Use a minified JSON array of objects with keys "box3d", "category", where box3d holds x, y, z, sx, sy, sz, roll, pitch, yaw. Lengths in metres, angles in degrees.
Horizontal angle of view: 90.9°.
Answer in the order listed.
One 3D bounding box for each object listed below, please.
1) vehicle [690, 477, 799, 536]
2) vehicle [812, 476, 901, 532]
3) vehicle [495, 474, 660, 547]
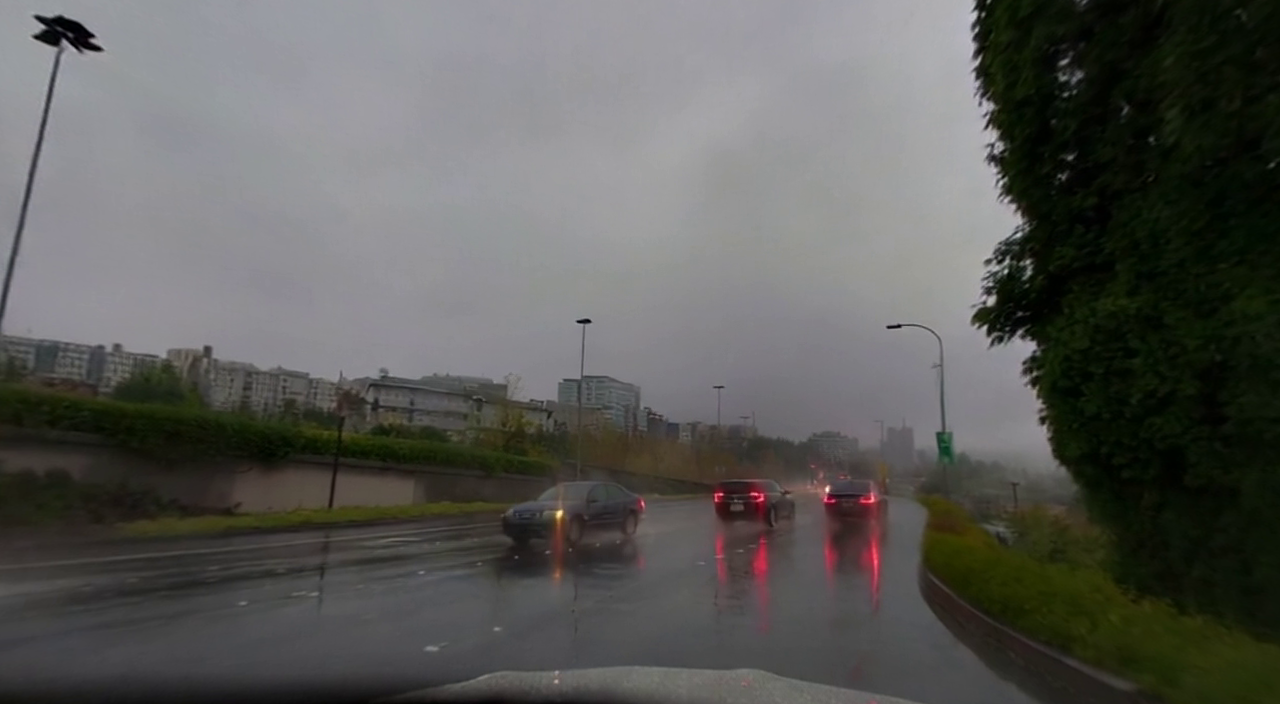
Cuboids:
[{"box3d":[3.320,4.601,19.231,2.030,1.441,4.806,-4,-12,25],"category":"vehicle"},{"box3d":[6.961,4.714,19.952,2.129,1.471,4.258,-4,-12,25],"category":"vehicle"},{"box3d":[-1.405,3.974,16.390,2.107,1.502,4.705,-4,-12,25],"category":"vehicle"}]
